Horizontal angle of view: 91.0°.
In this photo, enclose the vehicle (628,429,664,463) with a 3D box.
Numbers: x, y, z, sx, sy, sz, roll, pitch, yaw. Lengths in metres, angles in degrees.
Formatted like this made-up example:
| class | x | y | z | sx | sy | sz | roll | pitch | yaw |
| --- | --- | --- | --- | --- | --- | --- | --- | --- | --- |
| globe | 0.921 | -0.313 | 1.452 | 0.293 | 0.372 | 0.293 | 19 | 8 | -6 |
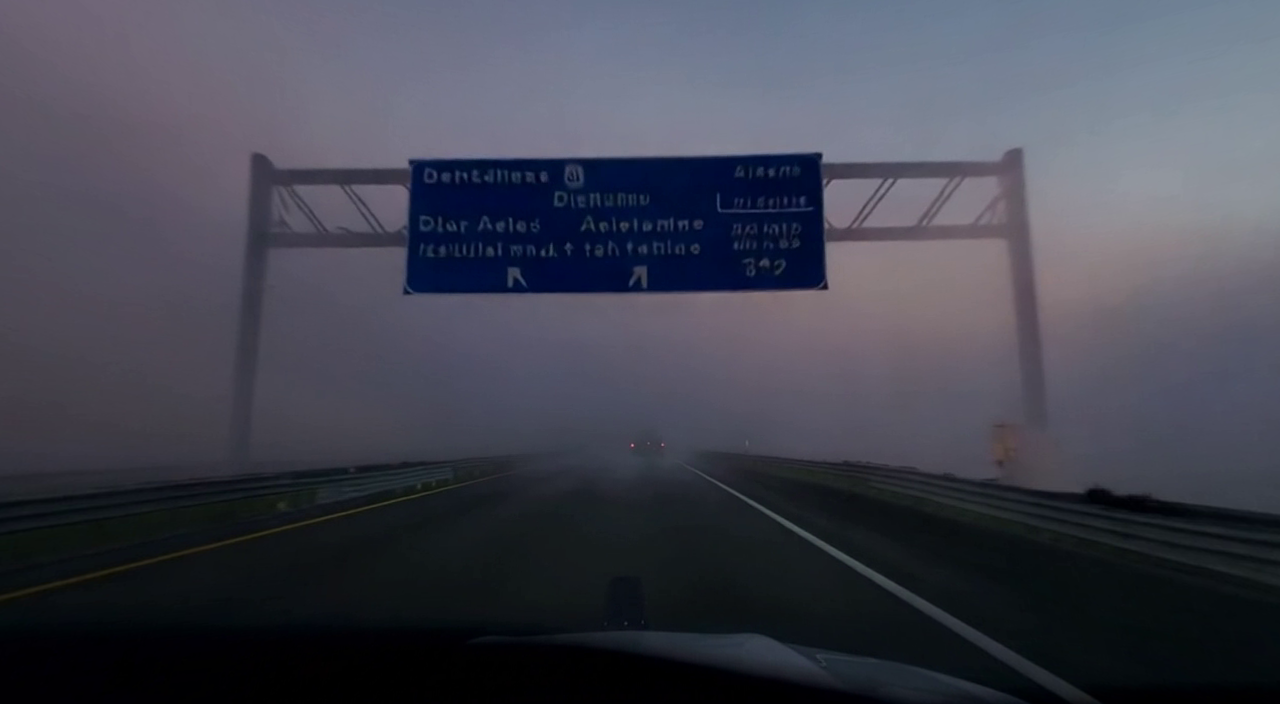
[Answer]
| class | x | y | z | sx | sy | sz | roll | pitch | yaw |
| --- | --- | --- | --- | --- | --- | --- | --- | --- | --- |
| vehicle | 0.402 | 6.290 | 42.233 | 2.277 | 2.109 | 4.922 | 0 | -8 | 0 |
